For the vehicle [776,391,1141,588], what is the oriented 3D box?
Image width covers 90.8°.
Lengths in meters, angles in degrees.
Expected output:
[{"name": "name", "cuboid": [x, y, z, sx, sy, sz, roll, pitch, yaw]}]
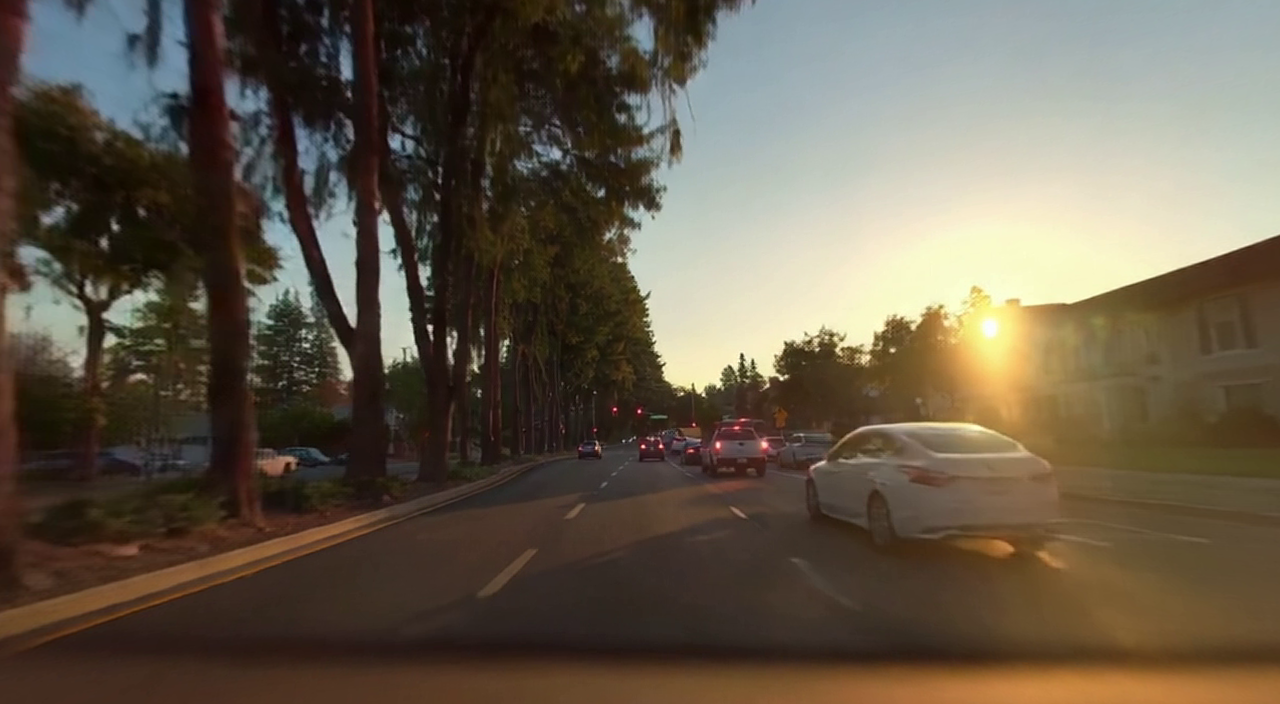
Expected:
[{"name": "vehicle", "cuboid": [3.266, 1.527, 7.872, 2.041, 1.688, 4.717, 0, -8, 0]}]

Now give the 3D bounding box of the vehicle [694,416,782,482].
[{"name": "vehicle", "cuboid": [3.345, 3.517, 23.081, 2.268, 2.090, 6.113, 0, -8, 0]}]

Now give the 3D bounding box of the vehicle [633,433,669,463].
[{"name": "vehicle", "cuboid": [0.636, 5.866, 38.577, 2.052, 1.693, 4.554, 0, -8, 1]}]
